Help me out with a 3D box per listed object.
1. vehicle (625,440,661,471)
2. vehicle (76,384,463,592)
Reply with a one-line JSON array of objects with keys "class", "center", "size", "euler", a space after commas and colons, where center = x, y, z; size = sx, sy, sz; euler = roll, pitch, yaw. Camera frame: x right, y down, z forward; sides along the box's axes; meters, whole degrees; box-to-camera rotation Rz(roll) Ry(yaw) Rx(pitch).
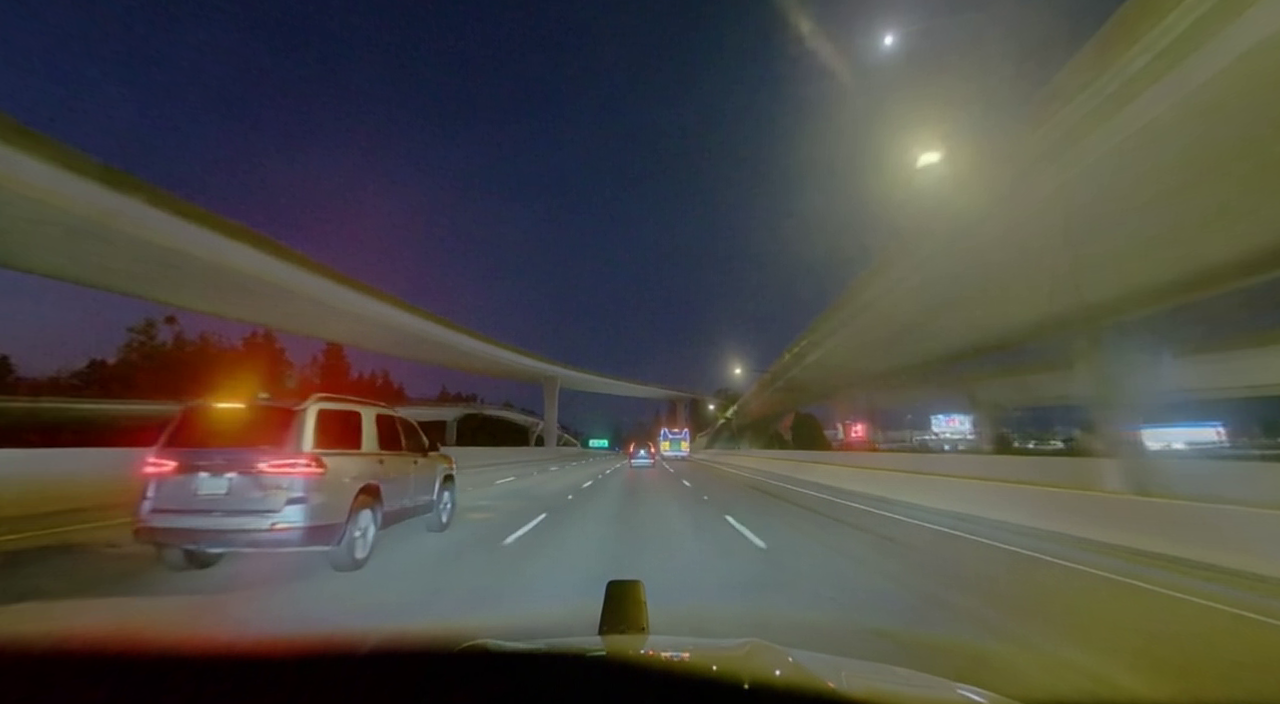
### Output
[{"class": "vehicle", "center": [0.164, 6.148, 37.685], "size": [2.052, 1.711, 4.223], "euler": [0, -8, 0]}, {"class": "vehicle", "center": [-4.120, 1.619, 8.329], "size": [2.147, 1.918, 4.834], "euler": [0, -8, 0]}]
